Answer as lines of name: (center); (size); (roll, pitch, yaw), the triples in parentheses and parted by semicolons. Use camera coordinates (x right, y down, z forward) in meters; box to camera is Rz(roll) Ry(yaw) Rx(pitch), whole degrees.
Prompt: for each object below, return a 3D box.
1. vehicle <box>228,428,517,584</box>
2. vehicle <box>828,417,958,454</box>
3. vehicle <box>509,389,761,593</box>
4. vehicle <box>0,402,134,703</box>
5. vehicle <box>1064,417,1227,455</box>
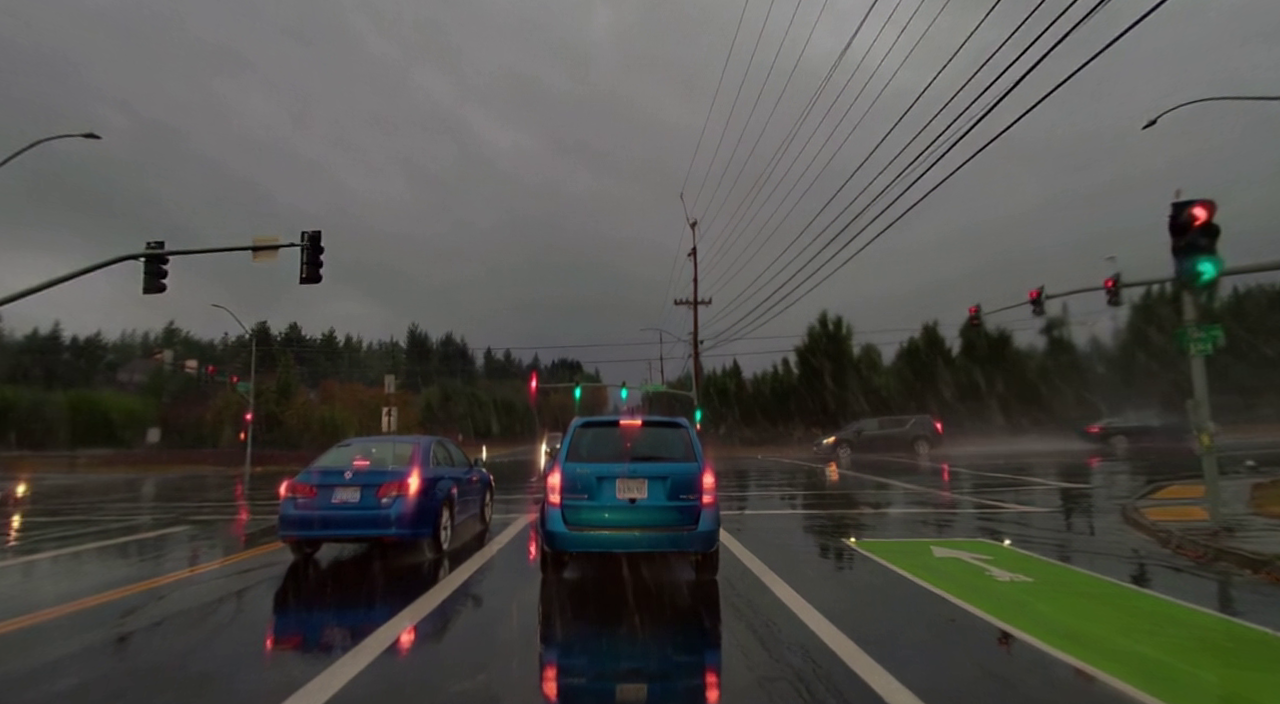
vehicle: (-2.949, 1.757, 7.993); (1.969, 1.486, 3.702); (0, -8, 1)
vehicle: (13.801, 4.607, 34.834); (6.143, 1.944, 2.229); (-1, -8, 5)
vehicle: (-0.076, 1.511, 7.616); (2.182, 1.773, 4.041); (0, -8, -1)
vehicle: (-3.363, 0.654, 0.427); (1.928, 1.488, 4.936); (0, -8, 0)
vehicle: (20.565, 3.471, 25.964); (4.715, 1.438, 2.023); (-2, -9, 16)
